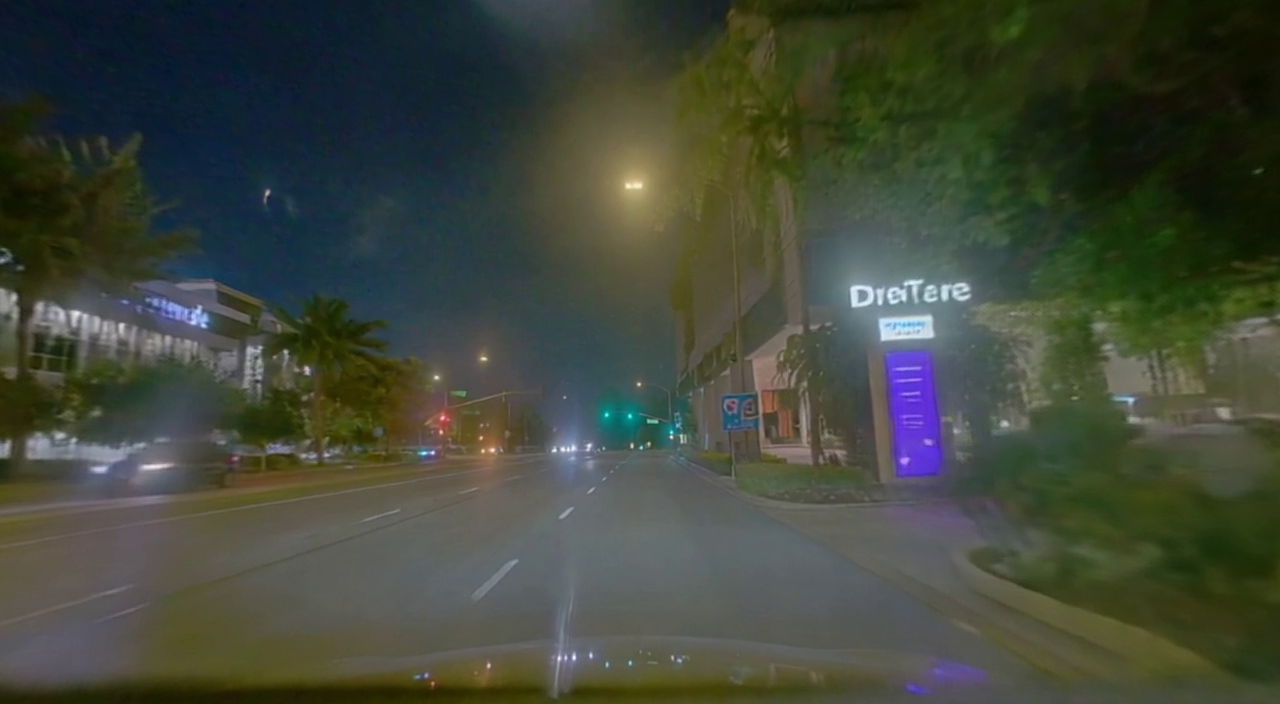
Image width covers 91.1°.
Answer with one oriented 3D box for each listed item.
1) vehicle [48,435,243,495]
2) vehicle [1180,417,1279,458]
[{"bbox_3d":[-17.127,3.910,22.289,2.221,1.832,5.572,0,-8,2],"label":"vehicle"},{"bbox_3d":[25.267,3.501,25.598,4.649,1.611,1.945,0,-8,0],"label":"vehicle"}]
